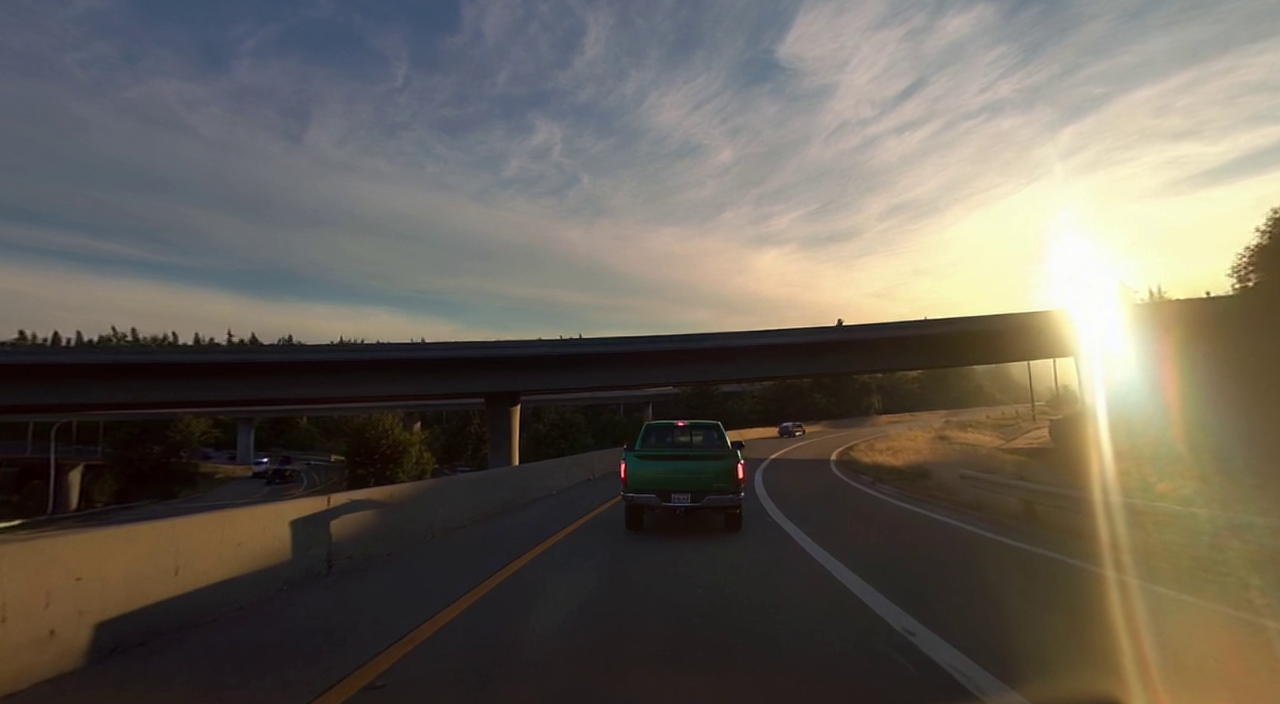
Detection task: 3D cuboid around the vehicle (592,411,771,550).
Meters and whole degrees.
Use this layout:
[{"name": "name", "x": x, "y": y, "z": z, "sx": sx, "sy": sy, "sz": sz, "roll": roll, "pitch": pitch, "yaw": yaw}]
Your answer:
[{"name": "vehicle", "x": 0.695, "y": 1.935, "z": 10.177, "sx": 2.235, "sy": 1.716, "sz": 4.435, "roll": -1, "pitch": -8, "yaw": 5}]
